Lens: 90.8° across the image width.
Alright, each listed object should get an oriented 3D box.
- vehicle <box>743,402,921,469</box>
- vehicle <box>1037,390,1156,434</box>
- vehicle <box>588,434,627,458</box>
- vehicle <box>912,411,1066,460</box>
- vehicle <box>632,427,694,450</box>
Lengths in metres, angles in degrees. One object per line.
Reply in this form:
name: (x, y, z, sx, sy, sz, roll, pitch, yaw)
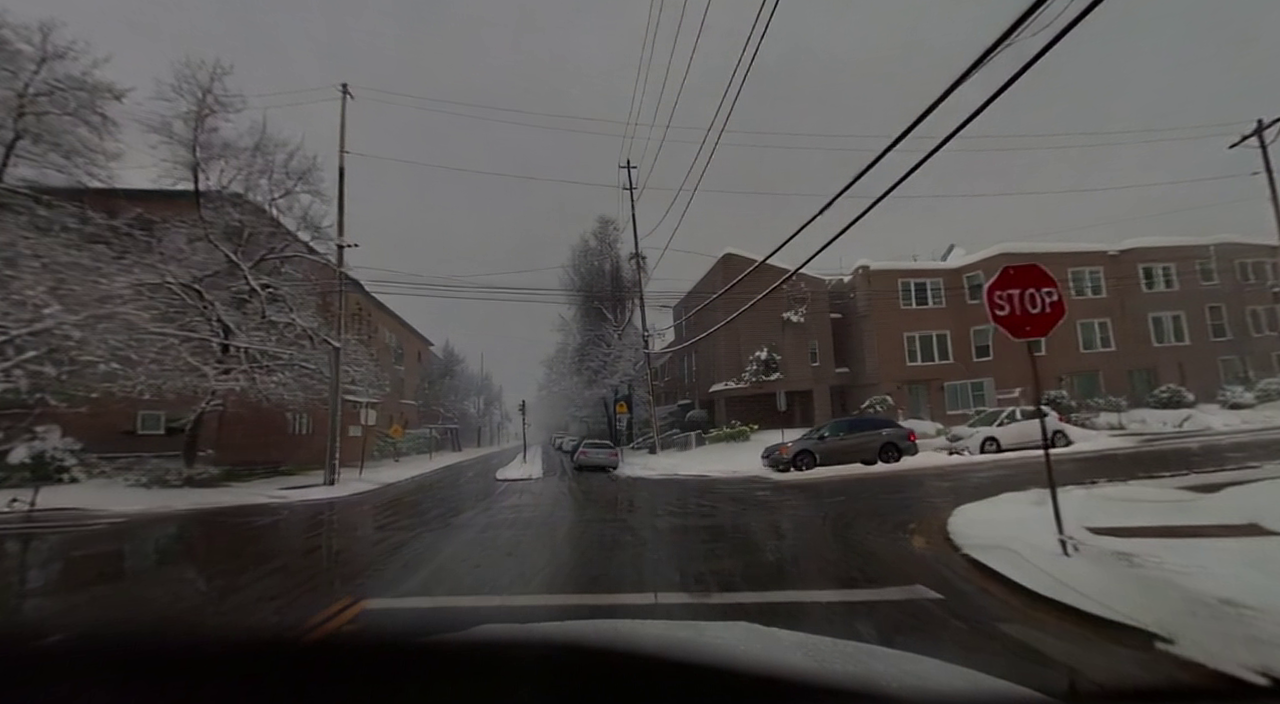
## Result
vehicle: (5.635, 2.598, 19.217, 4.790, 1.872, 2.155, -1, -11, 7)
vehicle: (22.037, 2.980, 30.762, 1.976, 1.876, 4.405, 1, -9, -10)
vehicle: (-2.174, 6.236, 41.768, 1.918, 1.475, 4.060, 2, -9, -12)
vehicle: (12.998, 3.140, 23.649, 4.830, 1.490, 1.878, -2, -9, -11)
vehicle: (1.739, 6.599, 48.302, 4.424, 1.645, 1.820, 2, -9, -14)
